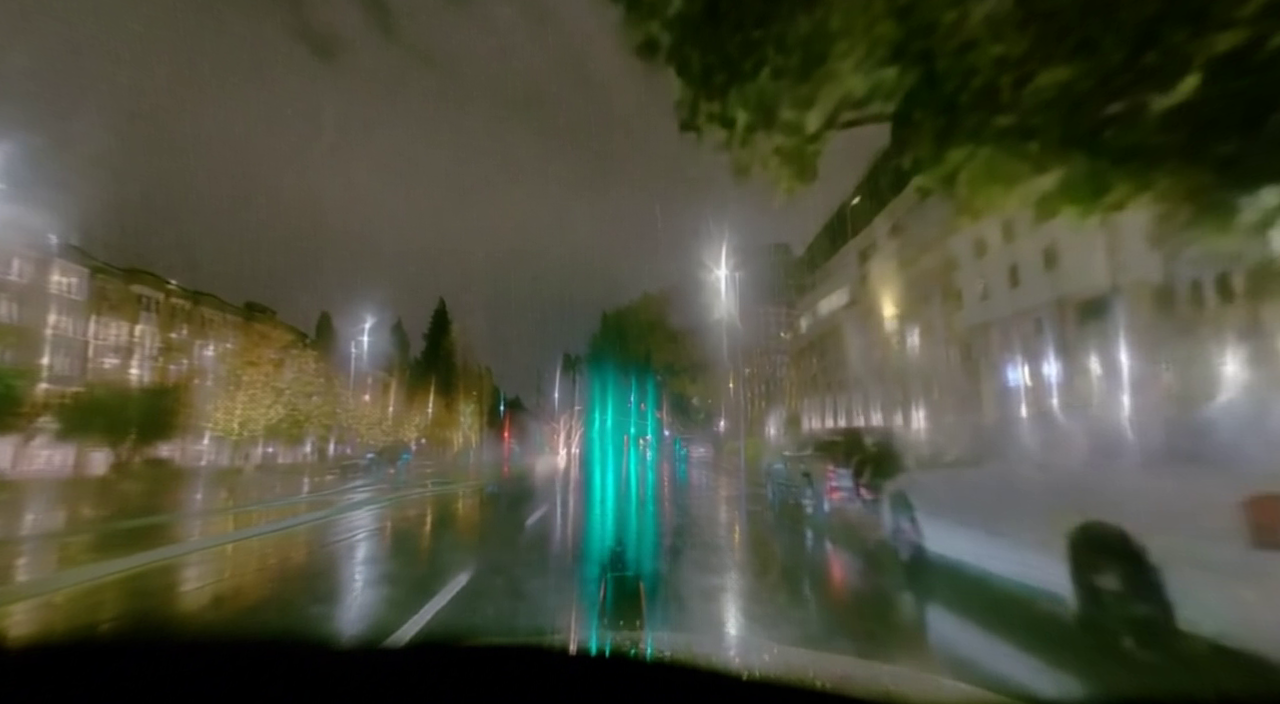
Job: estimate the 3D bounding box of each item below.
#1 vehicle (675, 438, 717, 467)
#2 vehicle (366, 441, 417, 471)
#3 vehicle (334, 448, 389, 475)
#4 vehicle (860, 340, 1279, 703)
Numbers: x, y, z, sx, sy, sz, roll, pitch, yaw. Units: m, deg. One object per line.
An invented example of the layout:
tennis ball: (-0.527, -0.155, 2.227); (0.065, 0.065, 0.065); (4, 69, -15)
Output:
vehicle: (3.033, 5.499, 34.963); (1.924, 1.492, 4.587); (0, -8, 0)
vehicle: (-18.666, 7.807, 47.671); (2.007, 1.806, 4.707); (-6, -7, -2)
vehicle: (-18.637, 7.296, 42.441); (1.791, 1.461, 4.496); (-5, -7, -2)
vehicle: (3.486, 1.125, 4.846); (1.951, 1.728, 4.623); (0, -8, 0)
